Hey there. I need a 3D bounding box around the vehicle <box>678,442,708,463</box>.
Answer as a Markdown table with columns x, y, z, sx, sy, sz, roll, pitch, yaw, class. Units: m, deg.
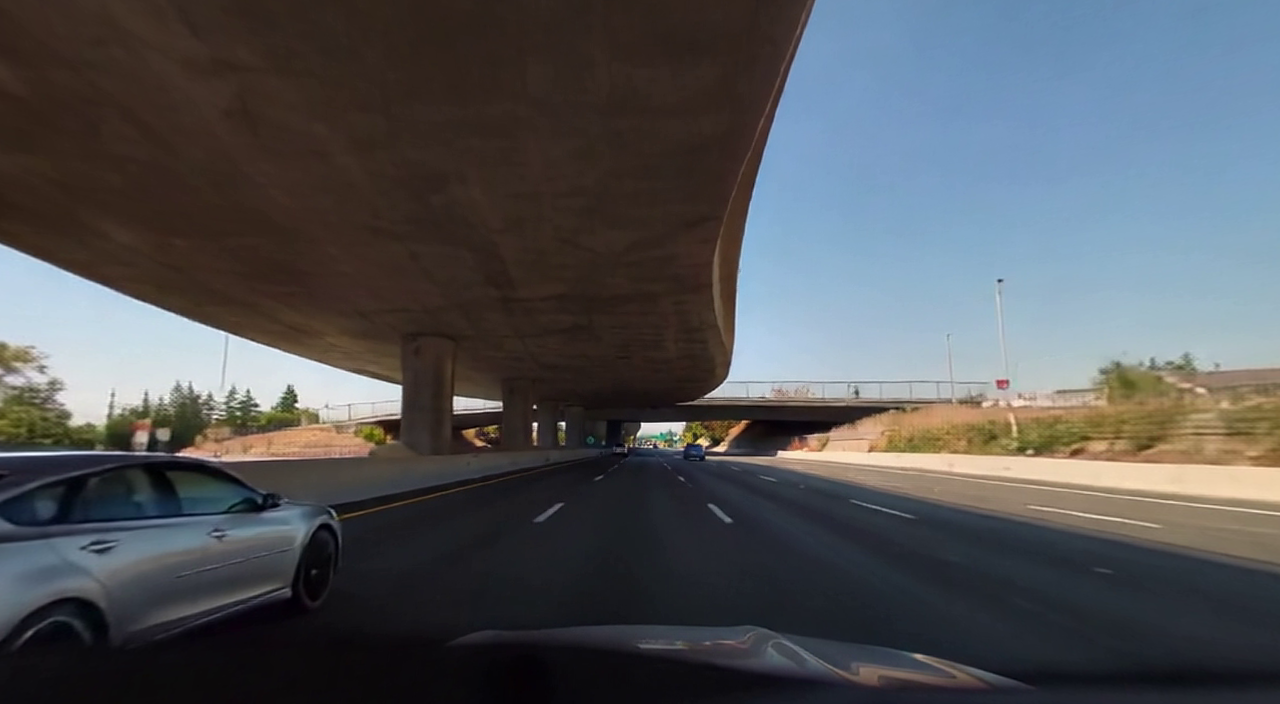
| x | y | z | sx | sy | sz | roll | pitch | yaw | class |
| --- | --- | --- | --- | --- | --- | --- | --- | --- | --- |
| 4.125 | 7.939 | 49.927 | 1.949 | 1.515 | 4.374 | 0 | -8 | -1 | vehicle |
